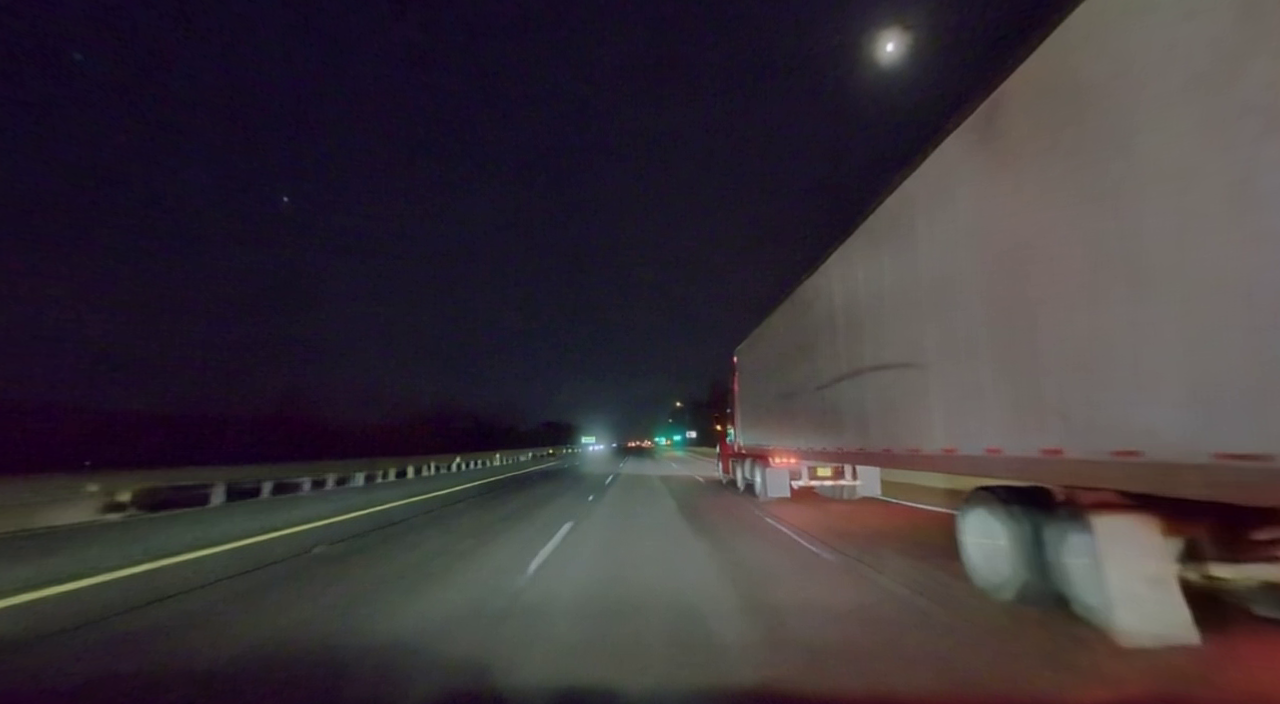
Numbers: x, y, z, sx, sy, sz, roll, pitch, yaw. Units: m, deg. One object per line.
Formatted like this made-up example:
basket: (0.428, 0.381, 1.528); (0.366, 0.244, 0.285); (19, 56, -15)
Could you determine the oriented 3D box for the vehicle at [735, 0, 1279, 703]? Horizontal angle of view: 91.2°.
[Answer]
vehicle: (3.974, 0.604, 9.288); (2.933, 4.100, 14.317); (0, -8, 0)
